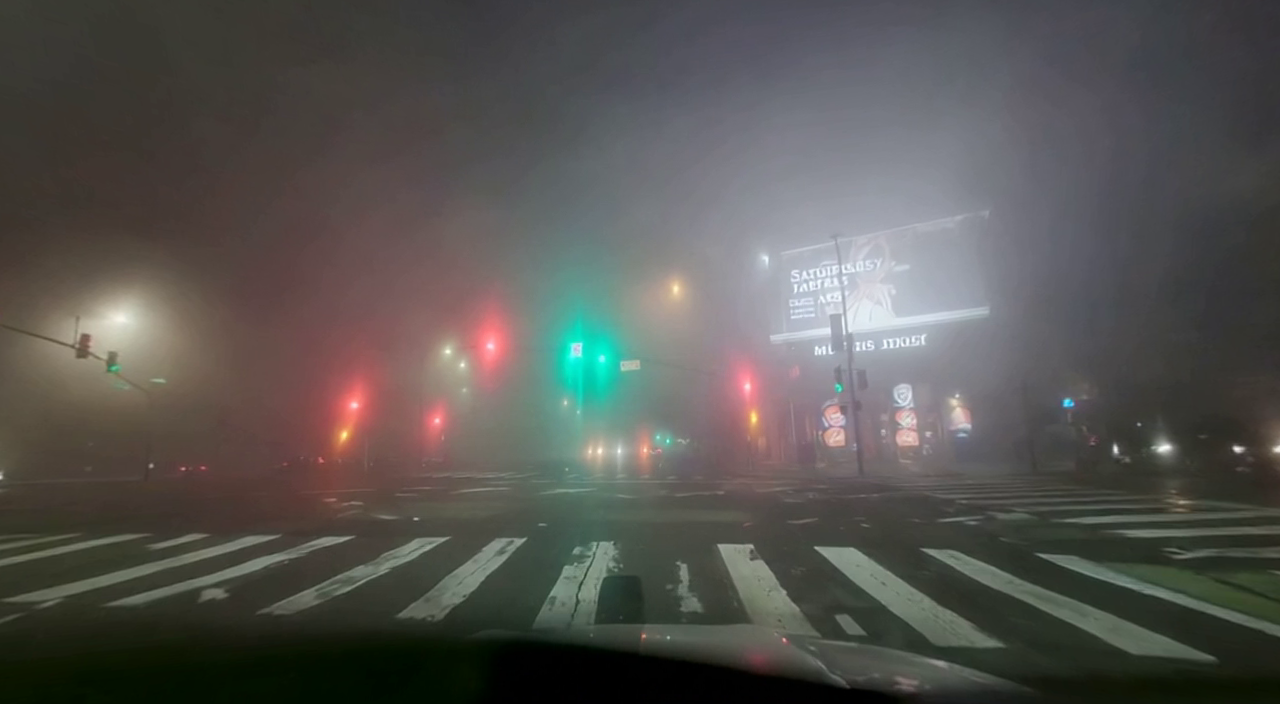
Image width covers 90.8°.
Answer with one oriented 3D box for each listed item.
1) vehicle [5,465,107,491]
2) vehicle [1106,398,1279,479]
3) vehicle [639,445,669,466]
[{"bbox_3d":[-38.624,8.303,41.902,1.826,1.432,4.530,-5,-10,30],"label":"vehicle"},{"bbox_3d":[15.186,2.166,15.766,5.097,1.848,2.288,-2,-9,11],"label":"vehicle"},{"bbox_3d":[1.051,7.842,48.079,2.168,1.545,4.047,0,-9,2],"label":"vehicle"}]
